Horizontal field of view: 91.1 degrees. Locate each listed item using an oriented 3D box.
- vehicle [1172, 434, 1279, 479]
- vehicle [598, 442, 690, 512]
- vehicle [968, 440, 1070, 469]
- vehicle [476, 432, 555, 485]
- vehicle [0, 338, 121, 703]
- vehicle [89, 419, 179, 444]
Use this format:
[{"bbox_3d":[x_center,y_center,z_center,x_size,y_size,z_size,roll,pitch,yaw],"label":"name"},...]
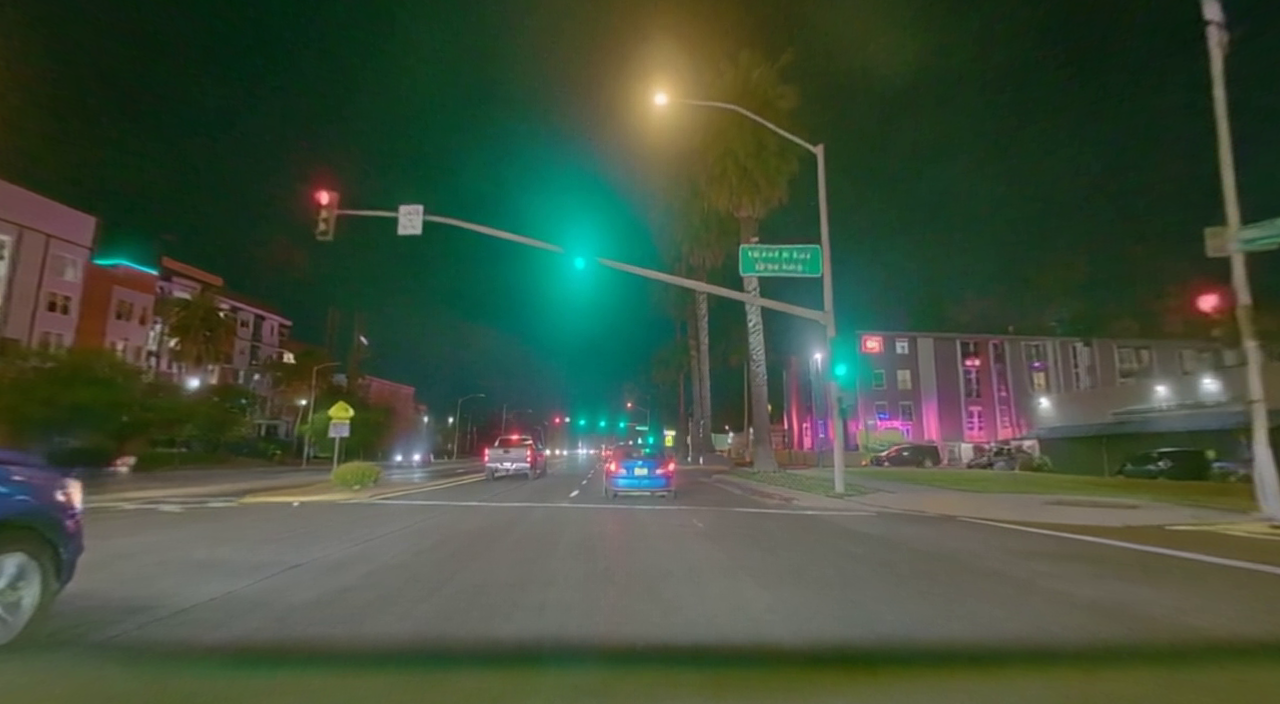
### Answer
[{"bbox_3d":[23.719,4.015,24.237,1.908,1.626,4.559,8,-12,-44],"label":"vehicle"},{"bbox_3d":[0.020,3.183,16.547,2.122,1.562,4.152,0,-8,-2],"label":"vehicle"},{"bbox_3d":[26.248,7.098,43.654,5.602,1.903,2.128,0,-8,1],"label":"vehicle"},{"bbox_3d":[-5.306,4.628,27.805,2.447,2.062,5.911,0,-8,-2],"label":"vehicle"},{"bbox_3d":[-4.313,0.539,0.821,2.187,1.904,6.103,0,-8,-2],"label":"vehicle"},{"bbox_3d":[-38.119,6.016,47.403,4.923,1.874,2.063,0,-8,-1],"label":"vehicle"}]
